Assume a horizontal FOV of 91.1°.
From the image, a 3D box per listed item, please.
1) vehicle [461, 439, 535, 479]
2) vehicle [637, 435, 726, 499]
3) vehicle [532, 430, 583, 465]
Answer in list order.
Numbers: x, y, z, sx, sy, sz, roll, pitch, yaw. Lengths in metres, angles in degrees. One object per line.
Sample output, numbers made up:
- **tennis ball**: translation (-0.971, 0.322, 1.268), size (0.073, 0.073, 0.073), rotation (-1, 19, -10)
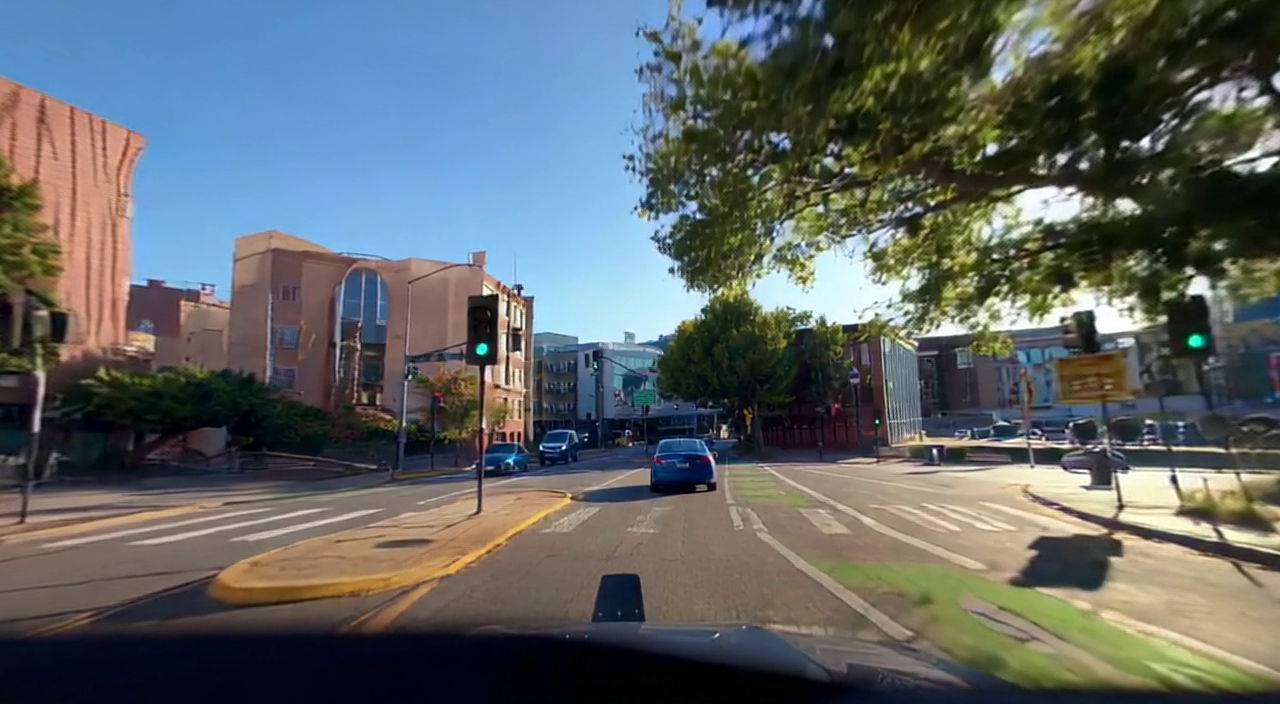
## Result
- **vehicle**: translation (-5.859, 4.444, 26.535), size (1.884, 1.509, 4.416), rotation (-1, -8, 3)
- **vehicle**: translation (1.054, 2.861, 16.109), size (1.950, 1.401, 4.159), rotation (-1, -8, 4)
- **vehicle**: translation (-5.103, 6.005, 39.727), size (2.310, 2.045, 4.763), rotation (-1, -8, 4)
